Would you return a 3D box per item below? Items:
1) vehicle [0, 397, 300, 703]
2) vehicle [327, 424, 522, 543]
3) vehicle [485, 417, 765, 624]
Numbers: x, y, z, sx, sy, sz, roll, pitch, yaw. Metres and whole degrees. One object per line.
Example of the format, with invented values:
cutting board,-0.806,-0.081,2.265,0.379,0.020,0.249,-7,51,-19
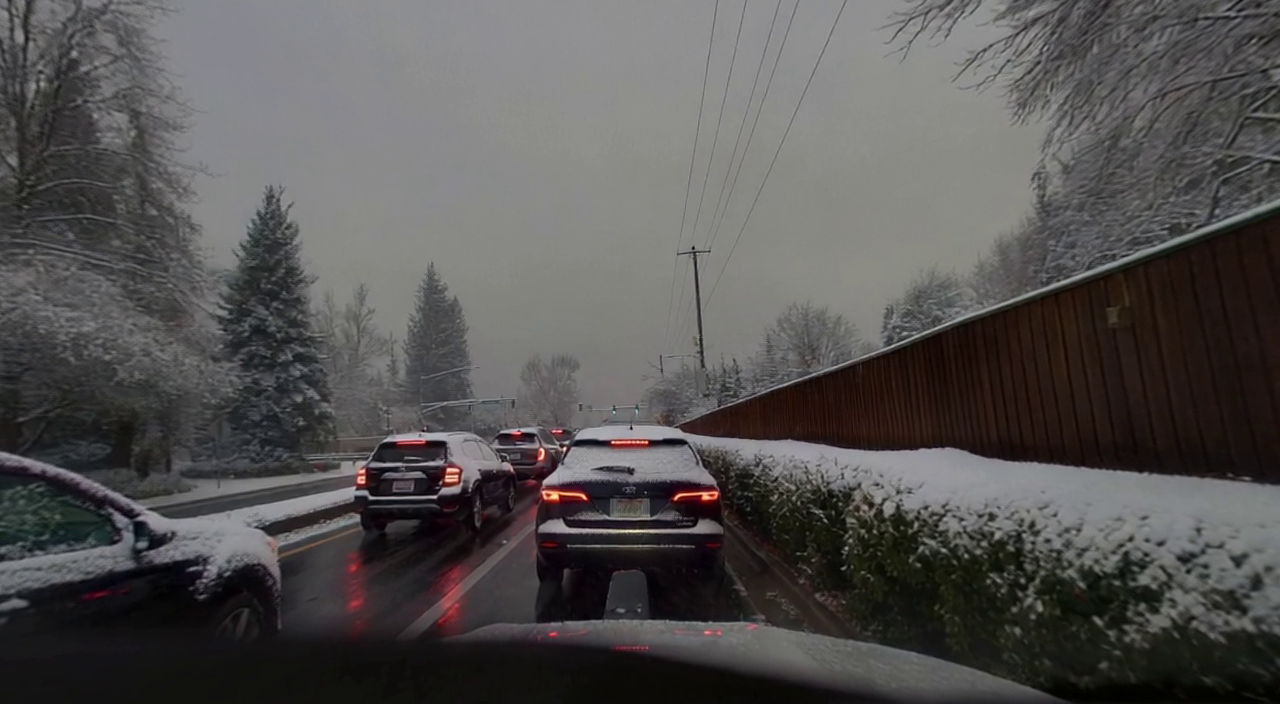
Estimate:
vehicle,-3.157,0.841,1.604,1.980,1.520,4.636,0,-8,0
vehicle,-3.225,2.036,10.311,1.850,1.582,3.688,0,-8,0
vehicle,-0.136,1.490,6.498,1.995,1.460,3.865,0,-8,-1
